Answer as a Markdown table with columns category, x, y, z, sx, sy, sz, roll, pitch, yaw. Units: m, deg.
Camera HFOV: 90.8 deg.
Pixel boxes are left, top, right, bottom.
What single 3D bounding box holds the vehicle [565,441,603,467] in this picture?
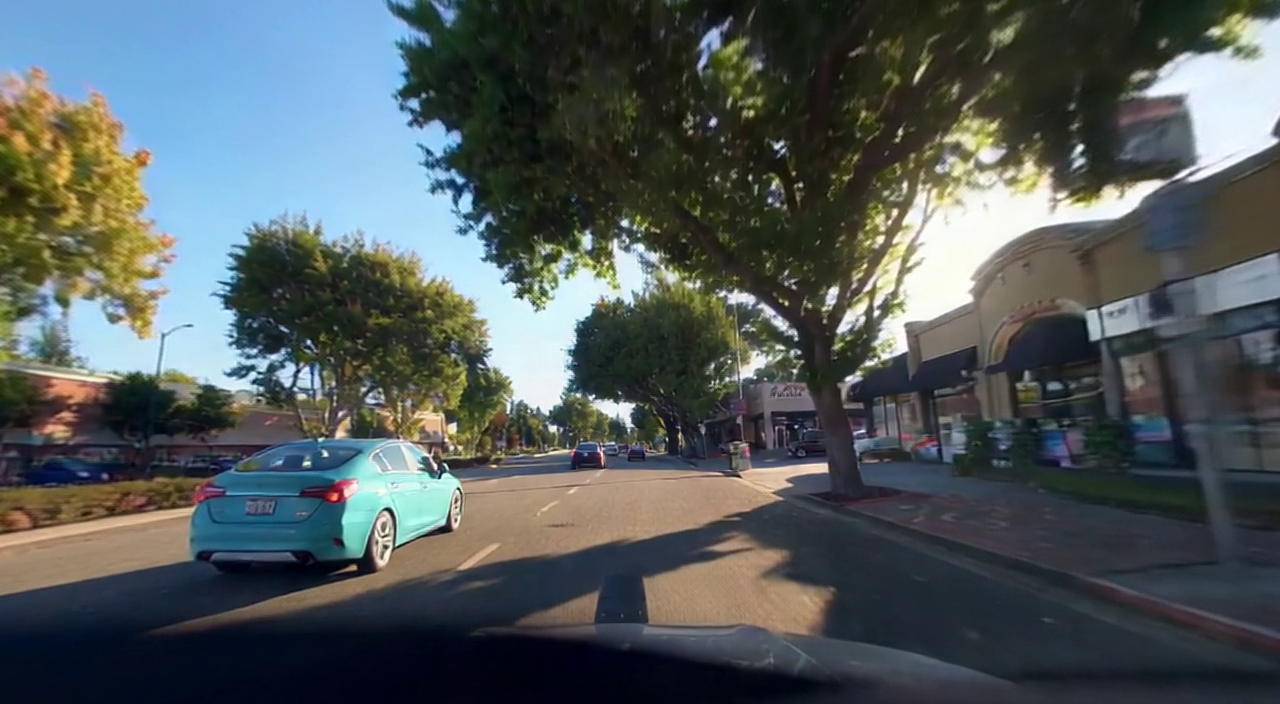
| category | x | y | z | sx | sy | sz | roll | pitch | yaw |
| --- | --- | --- | --- | --- | --- | --- | --- | --- | --- |
| vehicle | -3.363 | 6.214 | 38.573 | 1.955 | 1.461 | 4.396 | 0 | -9 | 0 |

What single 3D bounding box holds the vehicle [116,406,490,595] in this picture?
| category | x | y | z | sx | sy | sz | roll | pitch | yaw |
| --- | --- | --- | --- | --- | --- | --- | --- | --- | --- |
| vehicle | -3.533 | 1.660 | 7.929 | 2.126 | 1.655 | 4.560 | 0 | -9 | 0 |

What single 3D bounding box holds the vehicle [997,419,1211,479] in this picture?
| category | x | y | z | sx | sy | sz | roll | pitch | yaw |
| --- | --- | --- | --- | --- | --- | --- | --- | --- | --- |
| vehicle | 13.381 | 2.834 | 18.447 | 4.697 | 1.518 | 1.990 | -1 | -9 | -3 |

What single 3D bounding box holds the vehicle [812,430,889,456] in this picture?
| category | x | y | z | sx | sy | sz | roll | pitch | yaw |
| --- | --- | --- | --- | --- | --- | --- | --- | --- | --- |
| vehicle | 13.376 | 5.813 | 40.321 | 4.165 | 1.650 | 1.946 | 0 | -9 | -2 |

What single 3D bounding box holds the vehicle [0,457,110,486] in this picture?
| category | x | y | z | sx | sy | sz | roll | pitch | yaw |
| --- | --- | --- | --- | --- | --- | --- | --- | --- | --- |
| vehicle | -34.258 | 6.976 | 37.131 | 1.921 | 1.506 | 5.032 | 0 | -9 | -2 |
